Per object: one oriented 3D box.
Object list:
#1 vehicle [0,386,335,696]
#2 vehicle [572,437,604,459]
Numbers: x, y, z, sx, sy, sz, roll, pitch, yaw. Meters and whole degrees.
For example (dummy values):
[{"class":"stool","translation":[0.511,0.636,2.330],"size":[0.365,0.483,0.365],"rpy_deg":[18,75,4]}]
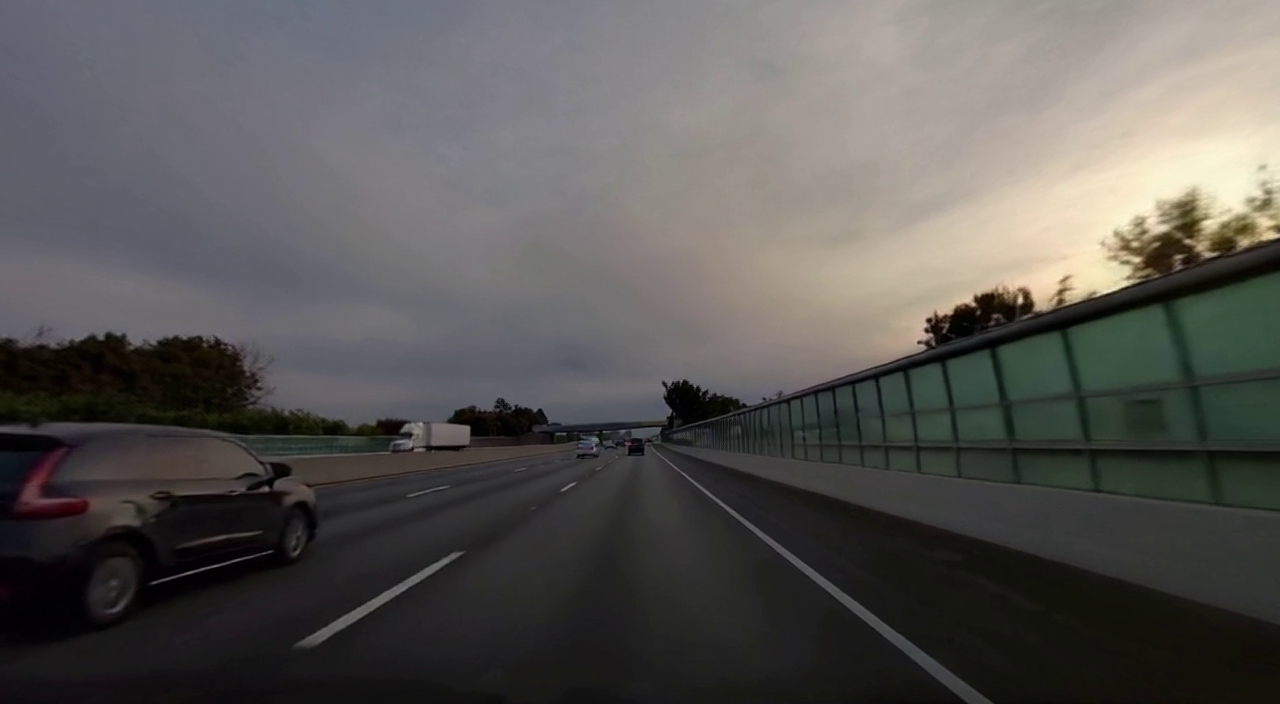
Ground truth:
[{"class":"vehicle","translation":[-4.234,1.120,4.311],"size":[2.059,1.541,4.296],"rpy_deg":[0,-9,1]},{"class":"vehicle","translation":[-3.969,7.446,48.702],"size":[2.063,1.598,4.189],"rpy_deg":[0,-9,1]}]
